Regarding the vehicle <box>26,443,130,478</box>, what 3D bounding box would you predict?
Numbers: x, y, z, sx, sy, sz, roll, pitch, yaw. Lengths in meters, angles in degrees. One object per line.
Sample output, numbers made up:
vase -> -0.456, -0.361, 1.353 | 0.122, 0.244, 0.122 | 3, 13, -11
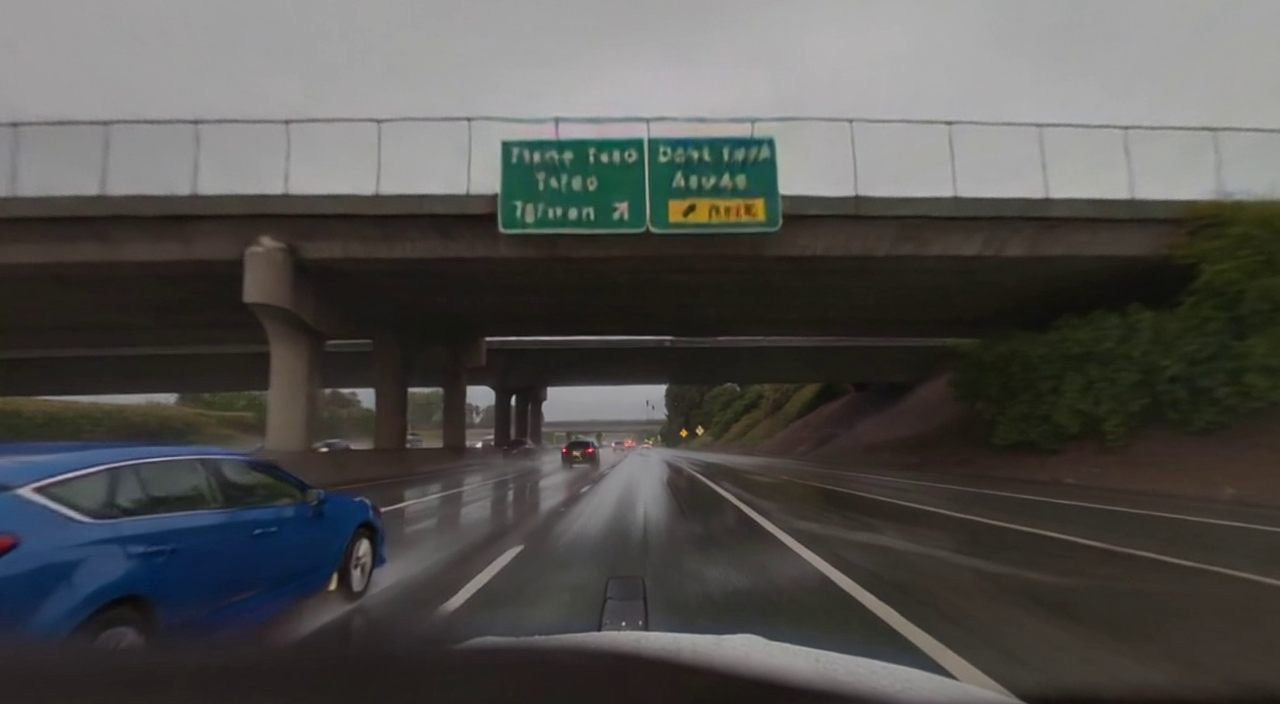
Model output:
vehicle -> -24.759, 4.753, 27.935 | 1.488, 1.388, 3.392 | -1, -8, 0

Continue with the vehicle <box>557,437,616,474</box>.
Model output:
vehicle -> -2.478, 4.971, 30.529 | 2.210, 1.628, 4.586 | -1, -8, 3

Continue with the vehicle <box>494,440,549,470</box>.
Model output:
vehicle -> -6.534, 5.734, 35.342 | 2.069, 1.551, 4.830 | -1, -8, 1
